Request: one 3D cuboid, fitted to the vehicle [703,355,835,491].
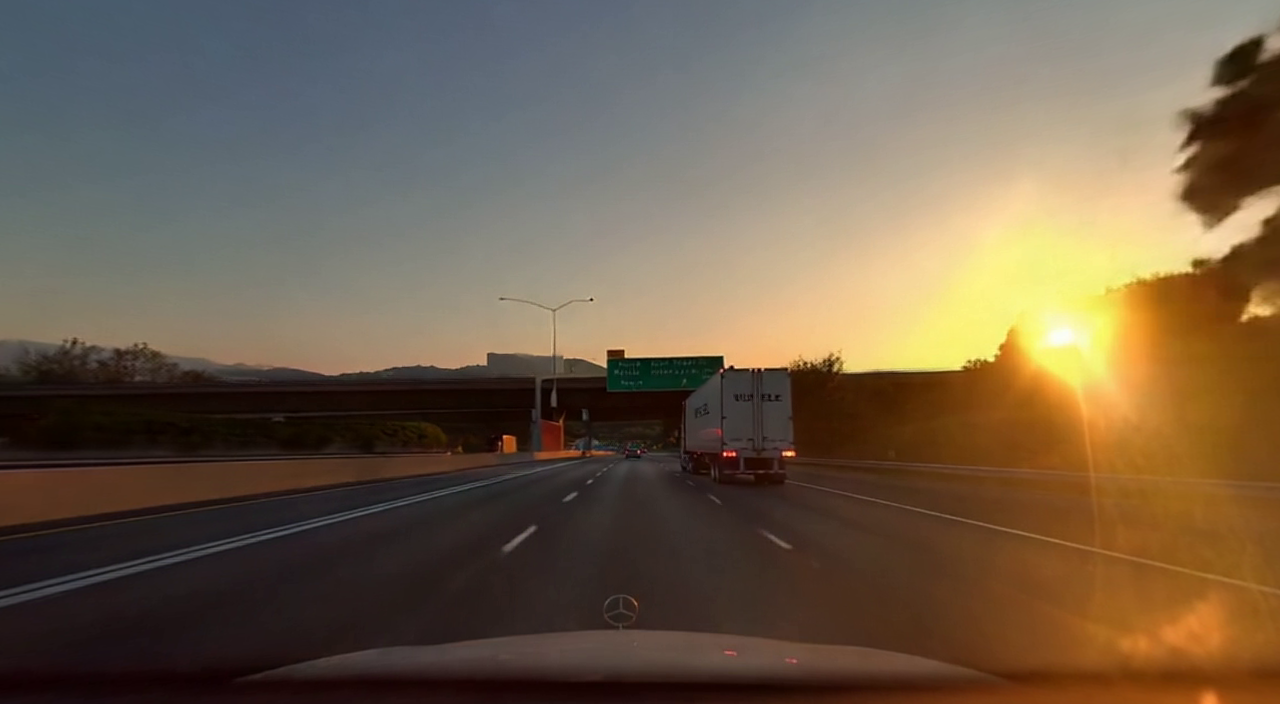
[{"bbox_3d":[4.205,2.738,22.822,2.869,4.013,8.610,0,-9,0],"label":"vehicle"}]
